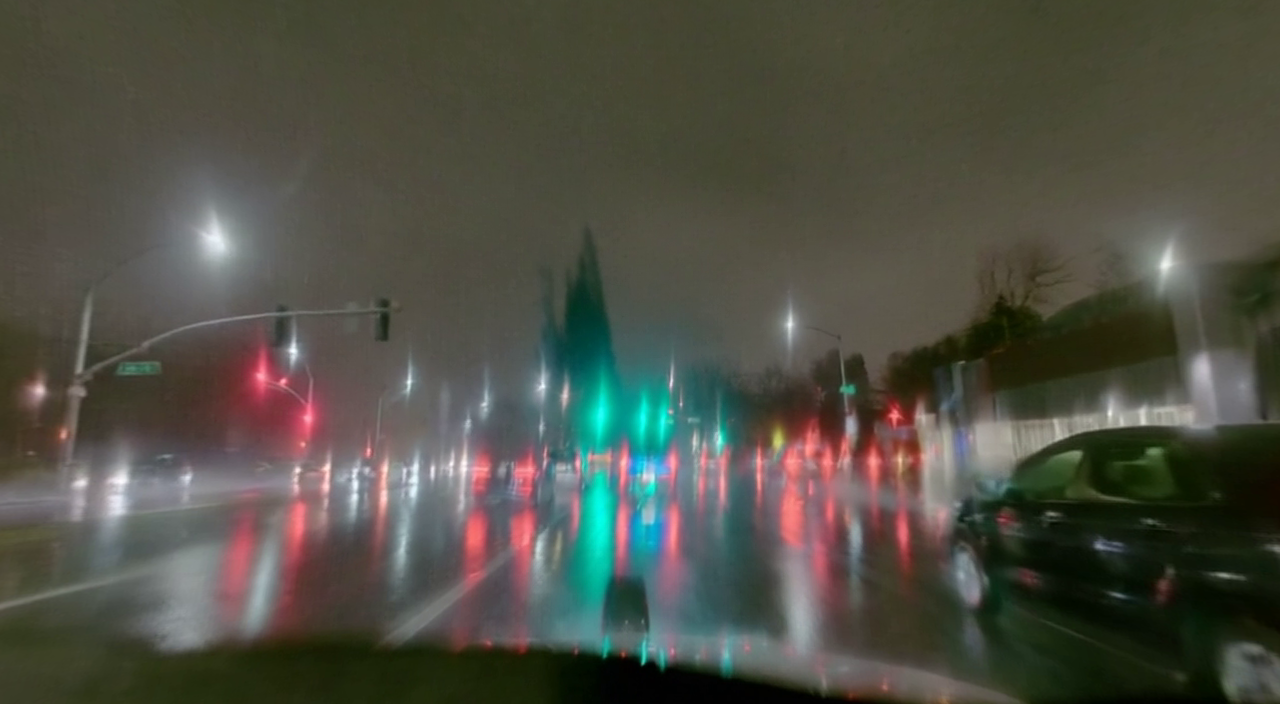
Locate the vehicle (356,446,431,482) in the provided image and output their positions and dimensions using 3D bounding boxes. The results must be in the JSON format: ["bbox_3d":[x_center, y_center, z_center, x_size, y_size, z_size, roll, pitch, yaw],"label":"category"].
[{"bbox_3d":[-12.284,5.578,31.720,2.054,1.662,4.384,0,-9,-1],"label":"vehicle"}]

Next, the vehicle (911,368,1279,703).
[{"bbox_3d":[3.419,1.051,3.535,1.955,1.628,4.152,0,-9,1],"label":"vehicle"}]

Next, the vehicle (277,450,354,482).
[{"bbox_3d":[-18.482,6.475,36.117,2.025,1.625,4.527,0,-9,-1],"label":"vehicle"}]

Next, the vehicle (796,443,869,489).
[{"bbox_3d":[8.831,5.218,29.267,2.126,1.820,4.521,2,-8,2],"label":"vehicle"}]

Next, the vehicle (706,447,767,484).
[{"bbox_3d":[4.154,4.925,27.756,1.968,1.472,4.456,0,-9,0],"label":"vehicle"}]

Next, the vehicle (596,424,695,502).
[{"bbox_3d":[0.120,3.200,18.562,2.493,1.934,4.957,0,-9,0],"label":"vehicle"}]

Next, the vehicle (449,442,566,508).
[{"bbox_3d":[-3.252,3.126,16.517,1.986,1.465,4.509,-1,-9,2],"label":"vehicle"}]

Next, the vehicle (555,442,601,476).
[{"bbox_3d":[-3.273,5.748,33.998,2.018,1.700,4.142,0,-9,0],"label":"vehicle"}]

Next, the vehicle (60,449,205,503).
[{"bbox_3d":[-17.552,4.254,22.125,1.985,1.642,4.081,1,-9,-7],"label":"vehicle"}]
